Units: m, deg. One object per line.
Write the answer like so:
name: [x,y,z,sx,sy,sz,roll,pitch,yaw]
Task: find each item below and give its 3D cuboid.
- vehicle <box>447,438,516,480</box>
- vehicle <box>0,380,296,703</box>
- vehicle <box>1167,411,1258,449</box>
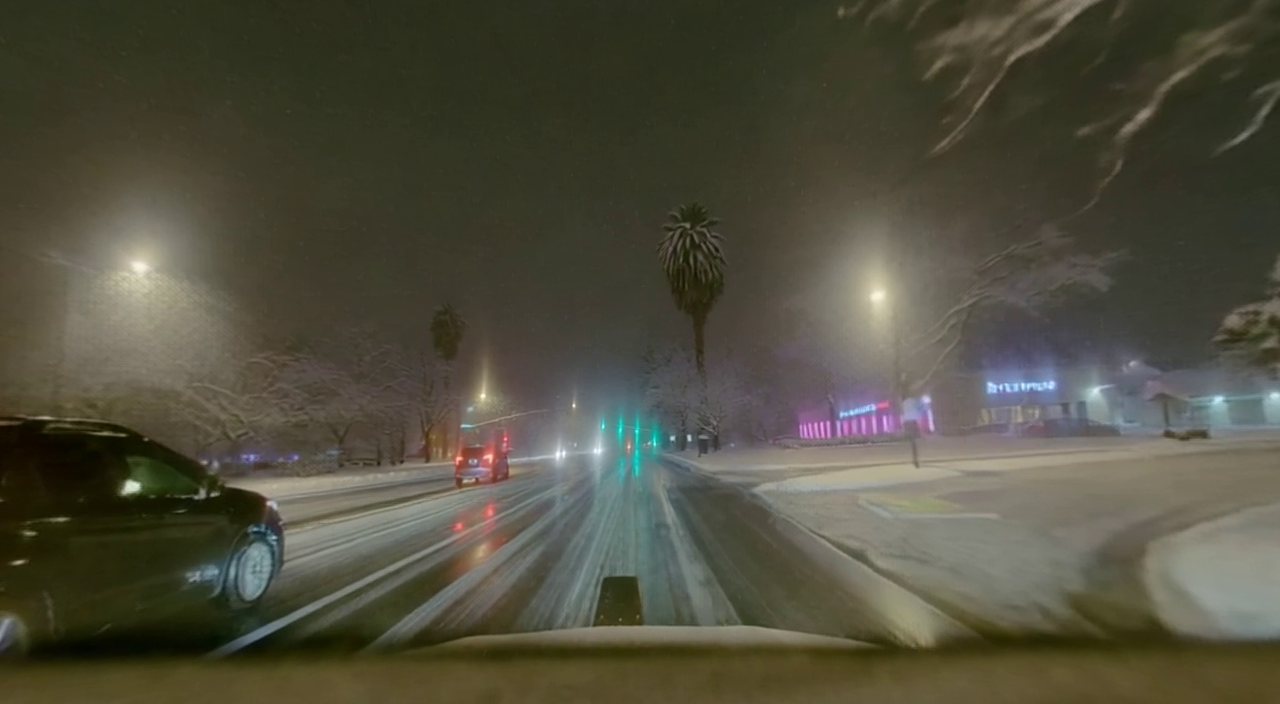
vehicle: [-7.460,5.073,30.119,2.136,1.844,4.363,0,-9,1]
vehicle: [-4.182,1.055,3.599,2.041,1.666,4.182,0,-9,0]
vehicle: [29.644,4.089,32.546,4.264,1.791,2.133,5,-10,-30]
